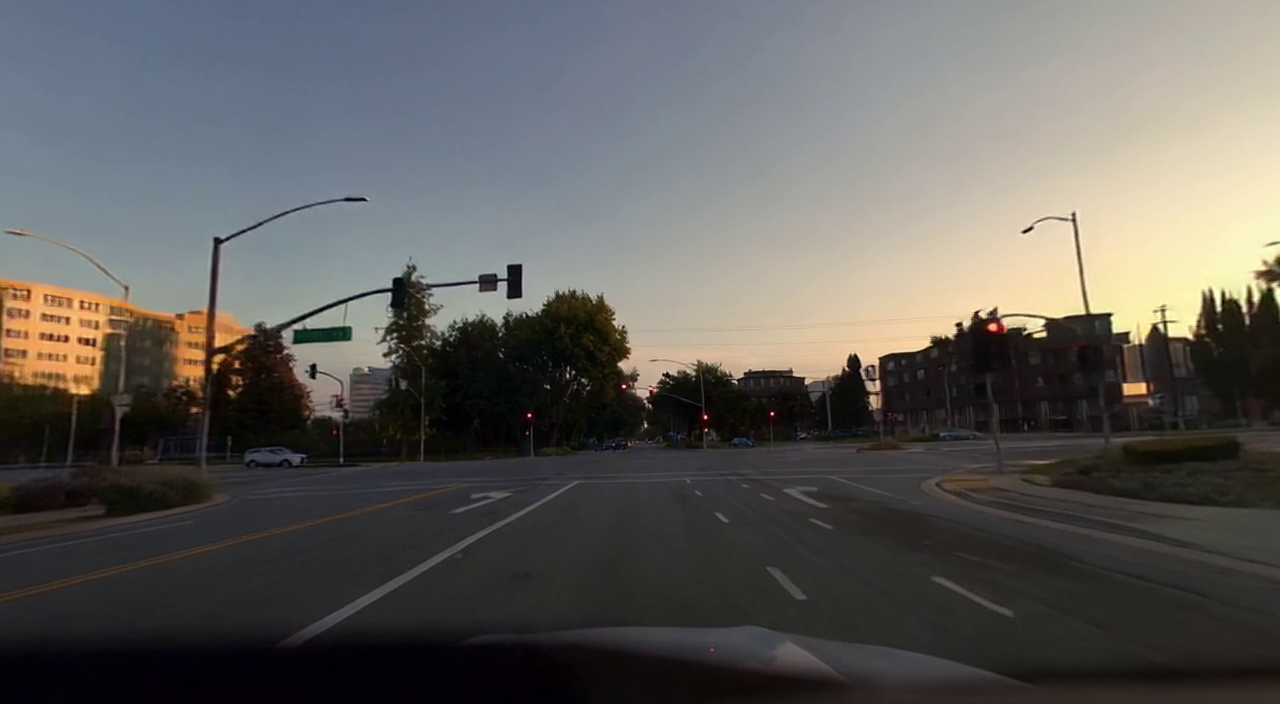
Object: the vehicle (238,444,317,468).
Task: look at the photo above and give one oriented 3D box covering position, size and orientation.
[{"bbox_3d":[-25.030,7.156,43.579,4.332,1.573,1.900,0,-8,3],"label":"vehicle"}]
